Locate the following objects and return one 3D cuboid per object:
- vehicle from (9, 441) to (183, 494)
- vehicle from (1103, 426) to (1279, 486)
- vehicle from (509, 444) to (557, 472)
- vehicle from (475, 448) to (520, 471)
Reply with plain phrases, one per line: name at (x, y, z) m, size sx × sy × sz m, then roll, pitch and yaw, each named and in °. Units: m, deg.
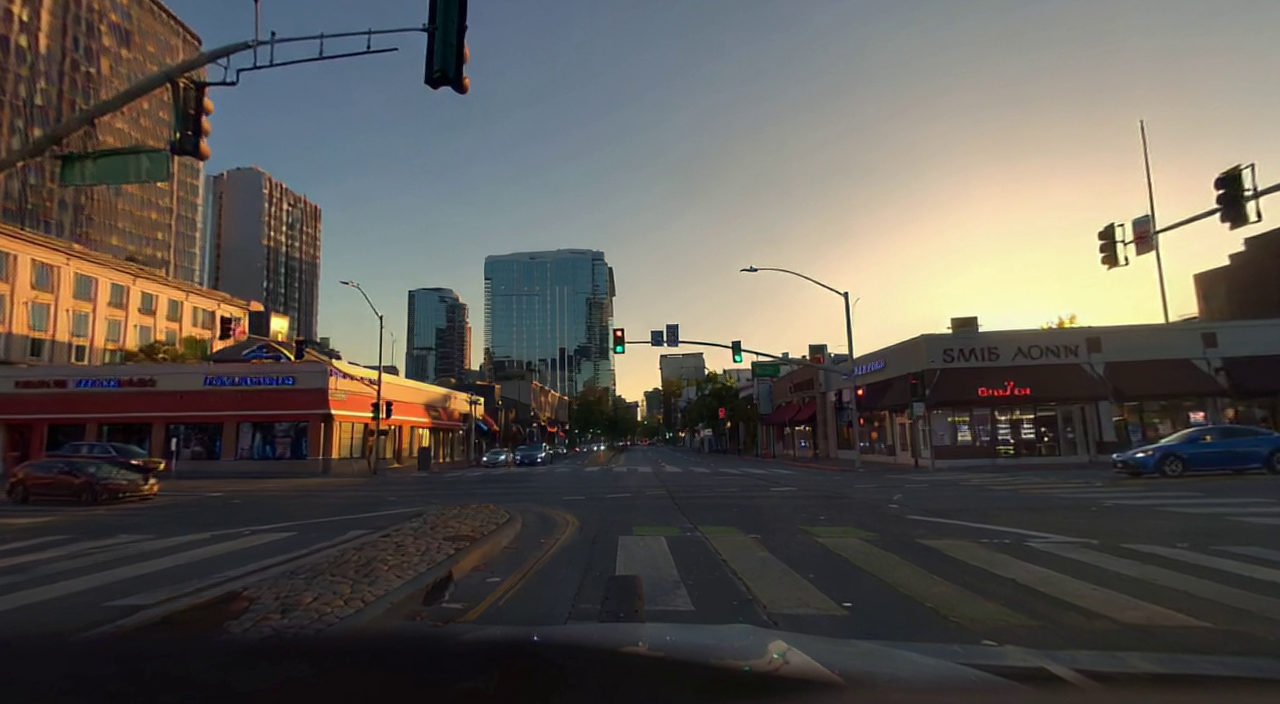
vehicle at (-21.160, 4.473, 24.698) m, size 5.161 × 1.910 × 2.275 m, roll -2°, pitch -9°, yaw 11°
vehicle at (15.418, 2.740, 16.698) m, size 4.651 × 1.463 × 1.880 m, roll -2°, pitch -9°, yaw 8°
vehicle at (-6.808, 6.774, 40.665) m, size 2.181 × 1.703 × 4.512 m, roll -1°, pitch -8°, yaw 2°
vehicle at (-9.850, 7.446, 44.035) m, size 2.106 × 1.505 × 4.228 m, roll 0°, pitch -8°, yaw 0°
